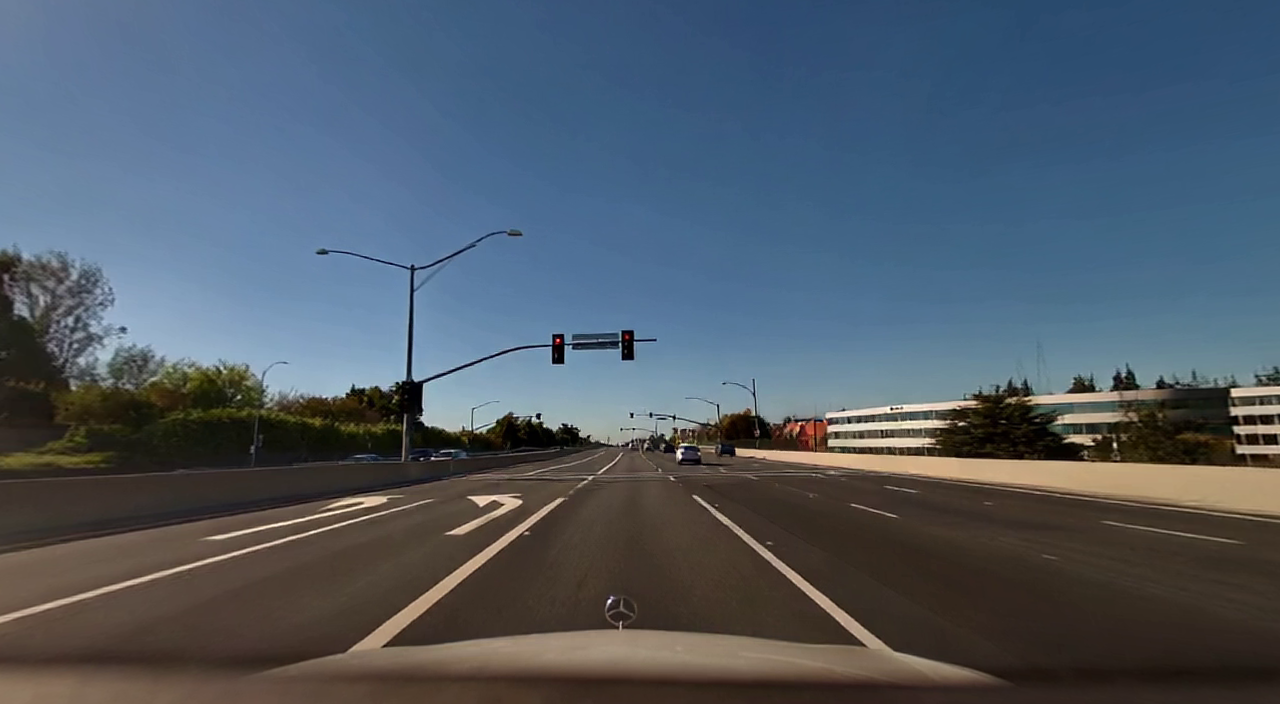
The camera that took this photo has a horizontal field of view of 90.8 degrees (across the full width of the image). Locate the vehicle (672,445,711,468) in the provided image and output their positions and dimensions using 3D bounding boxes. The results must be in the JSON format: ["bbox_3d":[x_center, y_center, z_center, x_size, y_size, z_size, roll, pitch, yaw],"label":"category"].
[{"bbox_3d":[3.469,7.156,43.303,2.187,1.475,4.529,0,-9,-1],"label":"vehicle"}]

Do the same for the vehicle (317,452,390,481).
[{"bbox_3d":[-15.776,6.327,35.109,1.926,1.445,4.556,0,-9,0],"label":"vehicle"}]

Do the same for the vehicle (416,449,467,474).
[{"bbox_3d":[-12.723,7.012,40.802,1.870,1.501,4.364,0,-9,0],"label":"vehicle"}]
